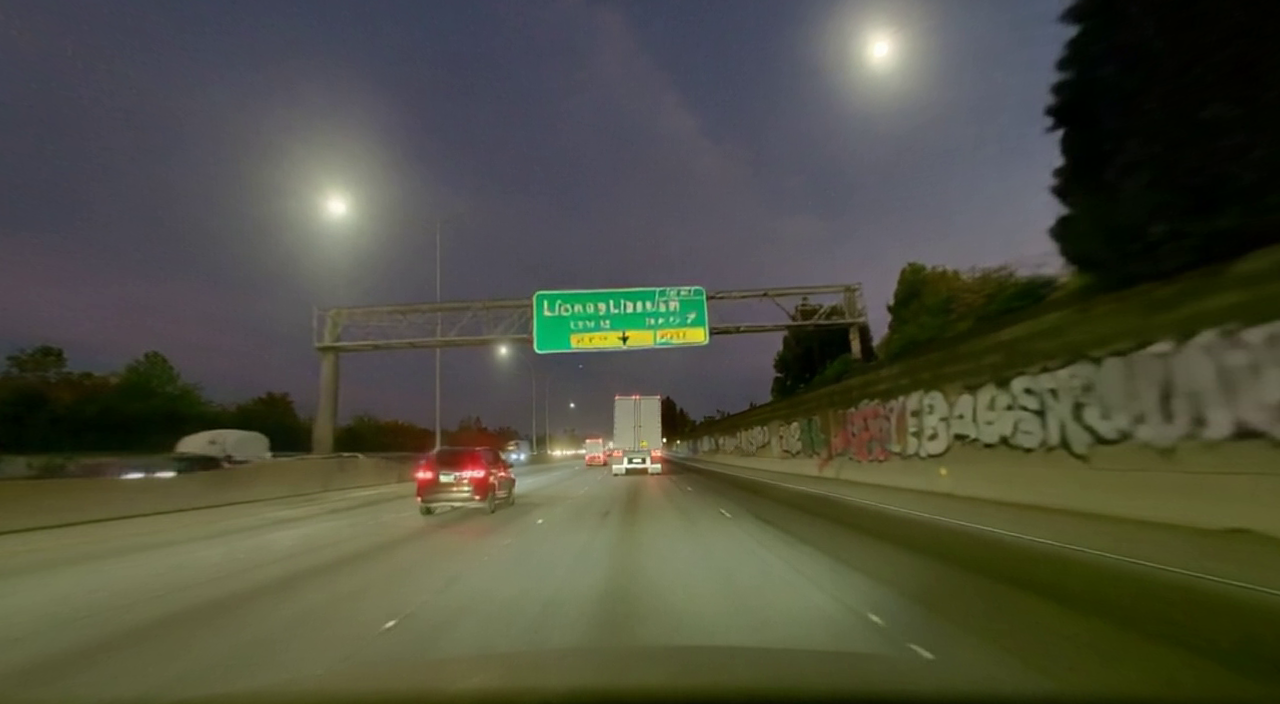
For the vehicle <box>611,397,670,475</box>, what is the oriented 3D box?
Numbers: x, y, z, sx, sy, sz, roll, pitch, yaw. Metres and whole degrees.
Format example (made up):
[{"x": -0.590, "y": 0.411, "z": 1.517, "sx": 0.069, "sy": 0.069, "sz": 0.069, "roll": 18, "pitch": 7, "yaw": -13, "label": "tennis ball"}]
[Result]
[{"x": -0.122, "y": 5.158, "z": 37.803, "sx": 3.042, "sy": 4.023, "sz": 10.832, "roll": 0, "pitch": -9, "yaw": -2, "label": "vehicle"}]

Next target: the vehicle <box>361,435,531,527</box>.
[{"x": -3.686, "y": 2.535, "z": 12.824, "sx": 2.158, "sy": 1.538, "sz": 4.047, "roll": 0, "pitch": -9, "yaw": 0, "label": "vehicle"}]

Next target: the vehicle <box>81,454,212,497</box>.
[{"x": -19.458, "y": 4.836, "z": 24.973, "sx": 1.853, "sy": 1.495, "sz": 4.151, "roll": 0, "pitch": -9, "yaw": -1, "label": "vehicle"}]
